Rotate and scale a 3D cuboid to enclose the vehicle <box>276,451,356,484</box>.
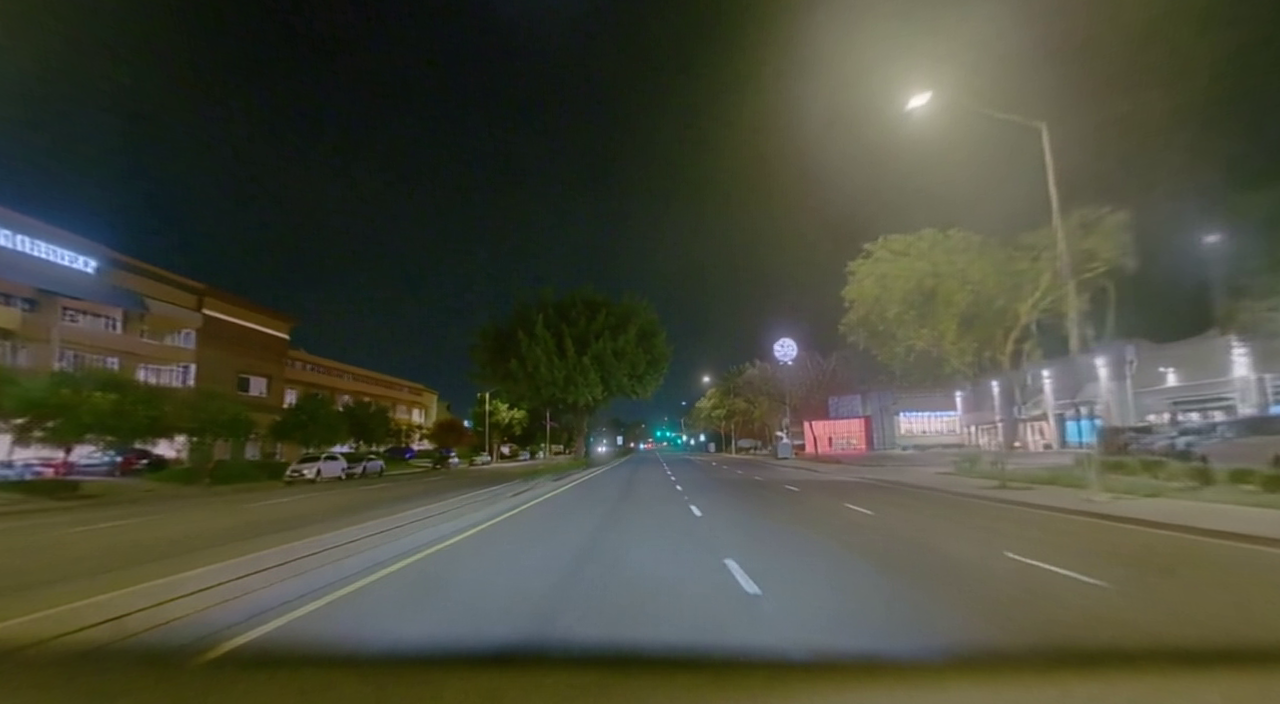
[{"bbox_3d":[-19.079,6.808,37.275,2.029,1.785,4.694,0,-8,3],"label":"vehicle"}]

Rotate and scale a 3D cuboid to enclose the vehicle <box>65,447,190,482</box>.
[{"bbox_3d":[-27.000,5.924,33.227,4.472,1.717,2.392,0,-8,-2],"label":"vehicle"}]

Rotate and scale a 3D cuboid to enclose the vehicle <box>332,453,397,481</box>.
[{"bbox_3d":[-18.770,7.808,43.009,1.959,1.535,5.081,0,-7,3],"label":"vehicle"}]

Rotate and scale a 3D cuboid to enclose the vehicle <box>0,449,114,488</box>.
[{"bbox_3d":[-27.158,5.219,28.358,4.724,1.634,2.314,0,-8,1],"label":"vehicle"}]
